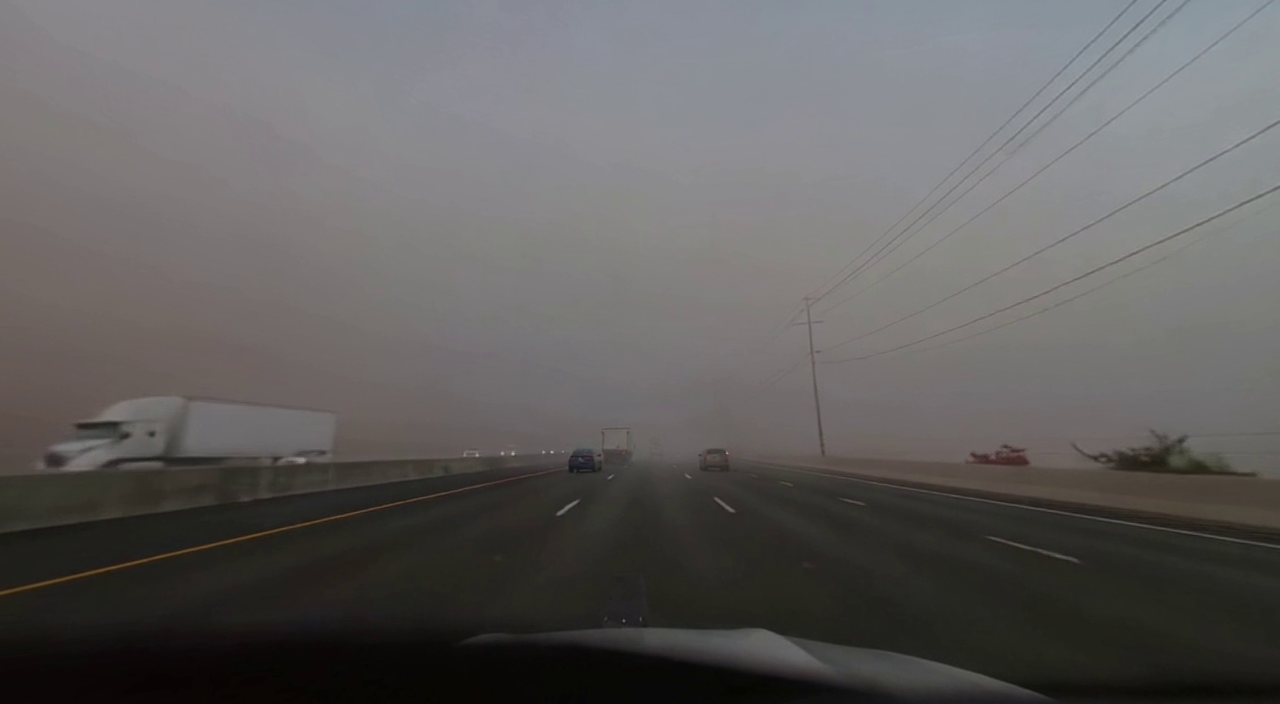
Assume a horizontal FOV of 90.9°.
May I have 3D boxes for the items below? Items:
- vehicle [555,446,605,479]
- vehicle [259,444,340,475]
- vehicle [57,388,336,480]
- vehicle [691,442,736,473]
[{"bbox_3d":[-2.935,5.515,31.685,2.004,1.498,4.043,0,-9,1],"label":"vehicle"},{"bbox_3d":[-18.628,5.890,34.736,1.958,1.579,4.347,0,-9,1],"label":"vehicle"},{"bbox_3d":[-23.181,4.853,35.634,3.266,3.945,16.906,0,-9,1],"label":"vehicle"},{"bbox_3d":[4.442,6.482,38.884,2.214,1.799,4.627,0,-9,0],"label":"vehicle"}]
